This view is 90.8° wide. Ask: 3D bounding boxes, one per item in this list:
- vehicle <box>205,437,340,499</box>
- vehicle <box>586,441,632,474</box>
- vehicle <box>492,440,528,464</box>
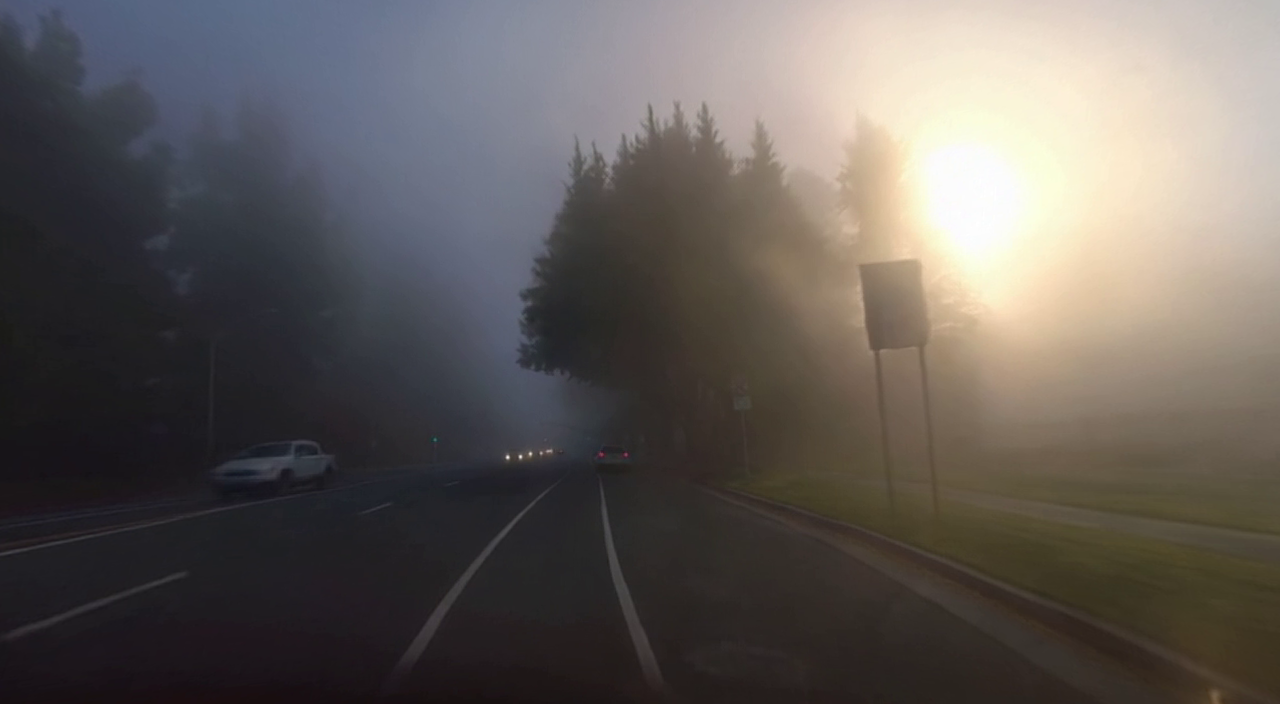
[{"bbox_3d":[-11.810,3.706,20.721,1.969,1.751,4.432,0,-8,-4],"label":"vehicle"},{"bbox_3d":[-1.500,5.083,30.673,2.111,1.466,4.223,0,-8,-3],"label":"vehicle"},{"bbox_3d":[-9.980,7.715,48.917,2.049,1.723,4.310,0,-8,-3],"label":"vehicle"}]
